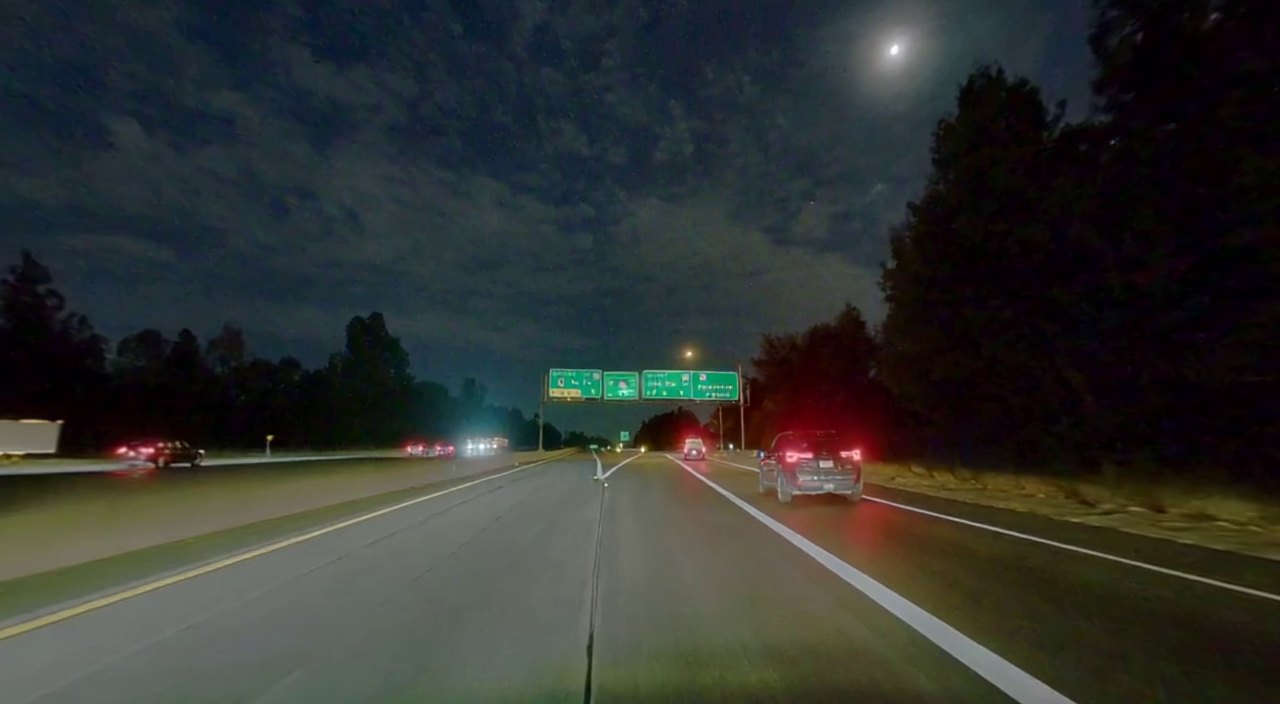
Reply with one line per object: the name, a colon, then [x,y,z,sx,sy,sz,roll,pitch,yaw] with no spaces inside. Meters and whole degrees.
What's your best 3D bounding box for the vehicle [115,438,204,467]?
vehicle: [-31.847,6.656,42.043,2.168,1.824,4.932,0,-8,-2]
